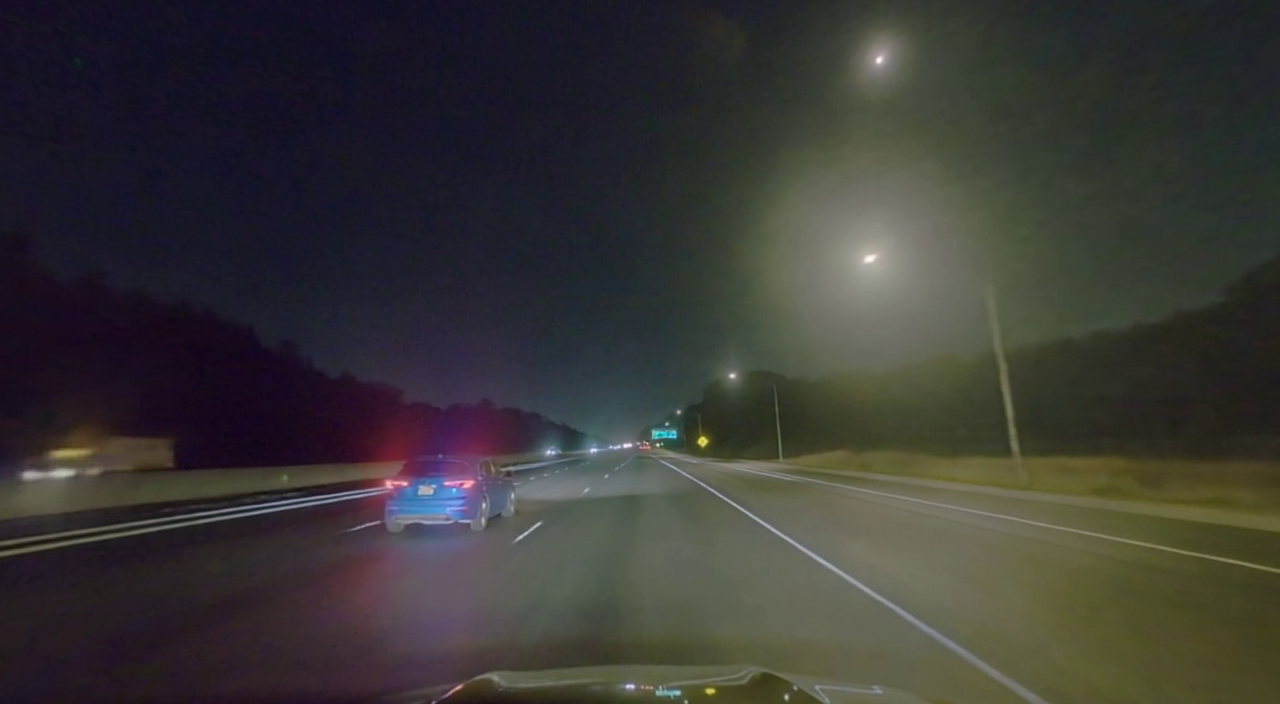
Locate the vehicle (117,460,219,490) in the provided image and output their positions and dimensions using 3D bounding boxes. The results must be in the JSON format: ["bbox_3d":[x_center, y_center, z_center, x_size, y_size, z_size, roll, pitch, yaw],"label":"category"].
[{"bbox_3d":[-24.965,6.501,33.570,2.283,1.455,3.923,0,-9,2],"label":"vehicle"}]

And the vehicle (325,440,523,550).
[{"bbox_3d":[-3.330,2.262,10.625,1.935,1.479,3.787,0,-9,1],"label":"vehicle"}]

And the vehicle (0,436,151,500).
[{"bbox_3d":[-25.036,4.993,27.687,2.298,2.459,5.934,0,-9,1],"label":"vehicle"}]
